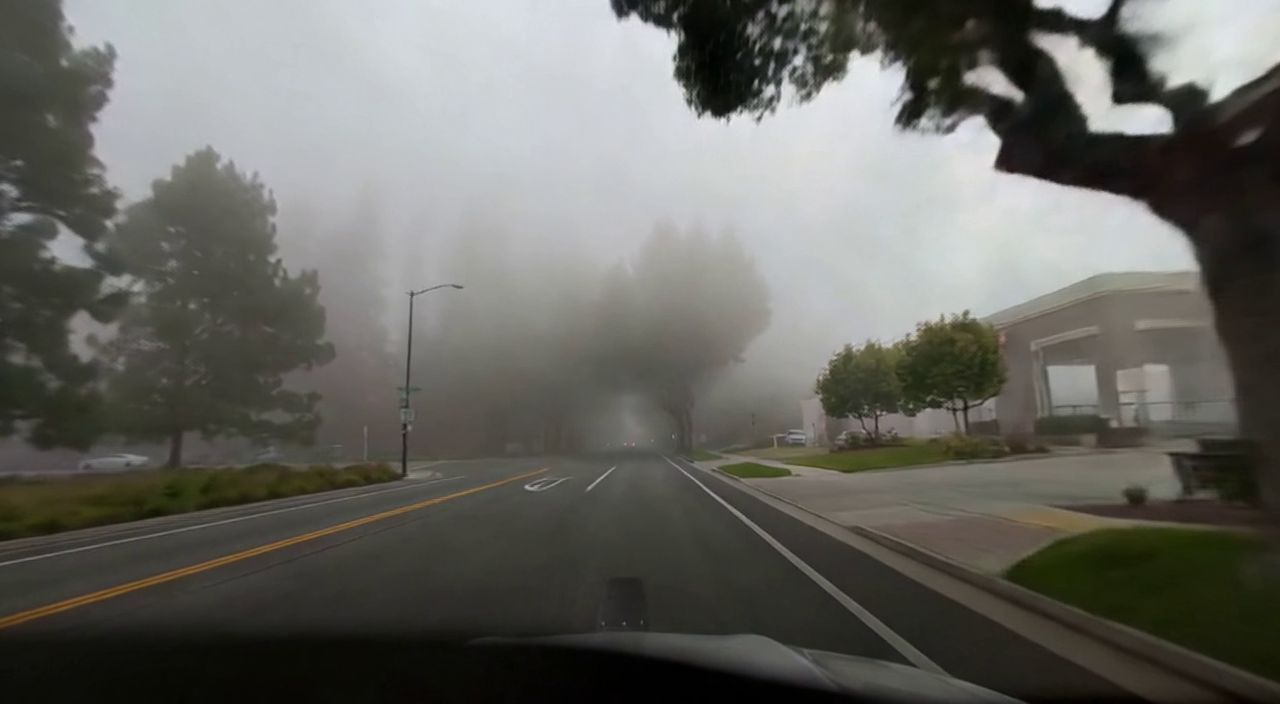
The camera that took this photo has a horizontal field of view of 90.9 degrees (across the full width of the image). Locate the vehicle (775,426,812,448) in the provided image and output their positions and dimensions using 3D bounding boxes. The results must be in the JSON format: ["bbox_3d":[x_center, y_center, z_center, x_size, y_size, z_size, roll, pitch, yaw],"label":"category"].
[{"bbox_3d":[12.006,6.687,49.585,2.036,1.636,4.995,0,-8,5],"label":"vehicle"}]

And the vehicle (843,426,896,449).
[{"bbox_3d":[15.425,5.808,42.638,1.866,1.420,4.447,0,-8,0],"label":"vehicle"}]

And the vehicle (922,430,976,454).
[{"bbox_3d":[20.809,6.068,42.537,1.766,1.560,3.695,0,-8,0],"label":"vehicle"}]
